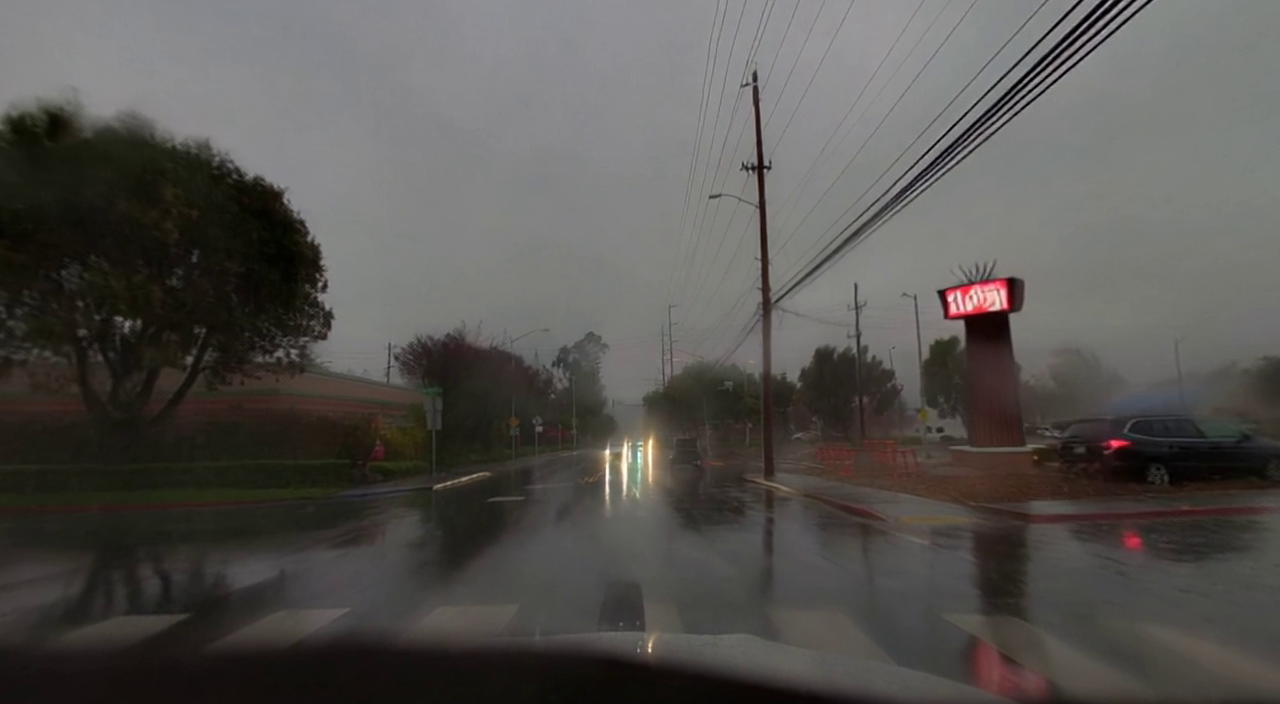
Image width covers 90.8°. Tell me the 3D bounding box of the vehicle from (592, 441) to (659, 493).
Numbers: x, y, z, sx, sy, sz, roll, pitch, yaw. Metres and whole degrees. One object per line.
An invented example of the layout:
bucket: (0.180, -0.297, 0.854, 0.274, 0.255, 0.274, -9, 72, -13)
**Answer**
vehicle: (-0.533, 3.513, 19.702, 1.874, 1.427, 3.976, 0, -9, -4)

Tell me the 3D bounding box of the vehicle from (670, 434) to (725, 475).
vehicle: (2.899, 5.248, 32.580, 2.553, 1.868, 5.536, -1, -8, 4)

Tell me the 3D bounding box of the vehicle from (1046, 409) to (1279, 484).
vehicle: (13.352, 2.418, 16.118, 4.518, 1.764, 2.014, -1, -9, 2)
